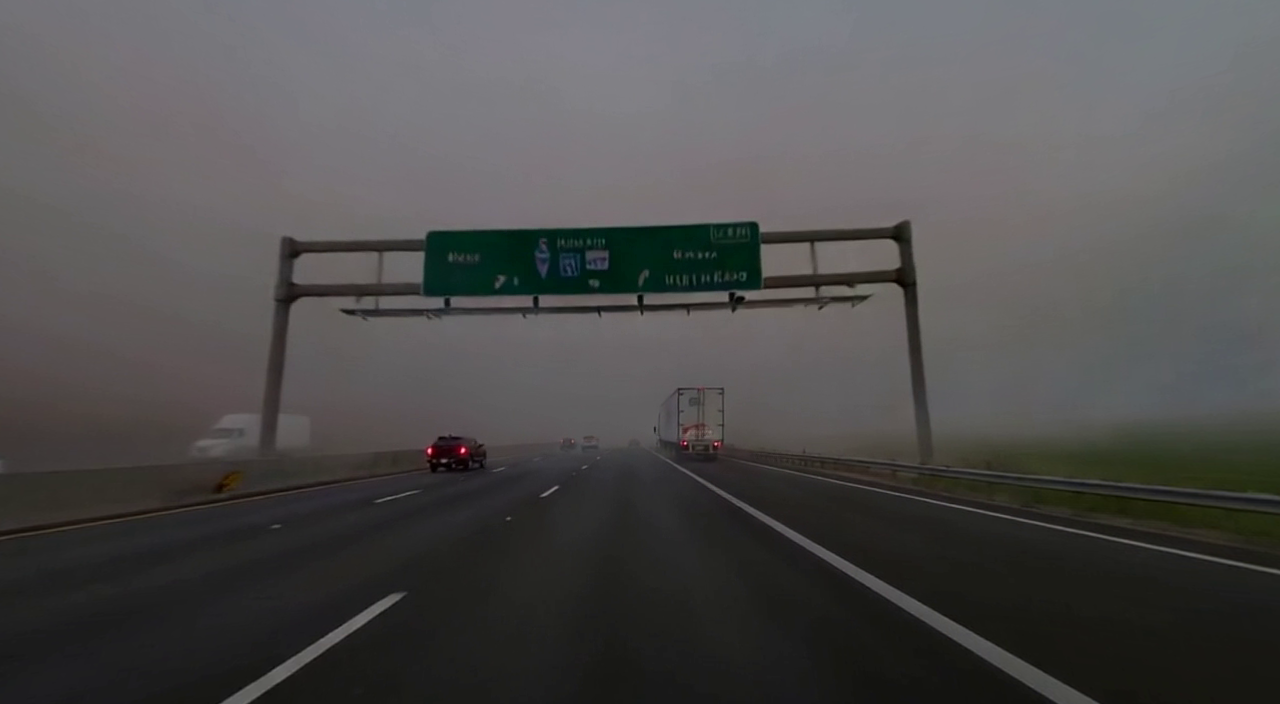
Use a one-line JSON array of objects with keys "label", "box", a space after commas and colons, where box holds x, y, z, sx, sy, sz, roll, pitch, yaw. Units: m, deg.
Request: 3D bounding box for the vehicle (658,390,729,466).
[{"label": "vehicle", "box": [2.819, 4.551, 37.337, 2.760, 3.710, 12.230, 0, -7, -2]}]

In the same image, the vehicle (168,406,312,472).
[{"label": "vehicle", "box": [-23.297, 5.143, 37.460, 2.898, 3.444, 8.348, 0, -8, 1]}]

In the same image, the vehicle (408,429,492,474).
[{"label": "vehicle", "box": [-7.625, 4.025, 25.831, 2.076, 1.636, 4.597, 0, -8, -1]}]
